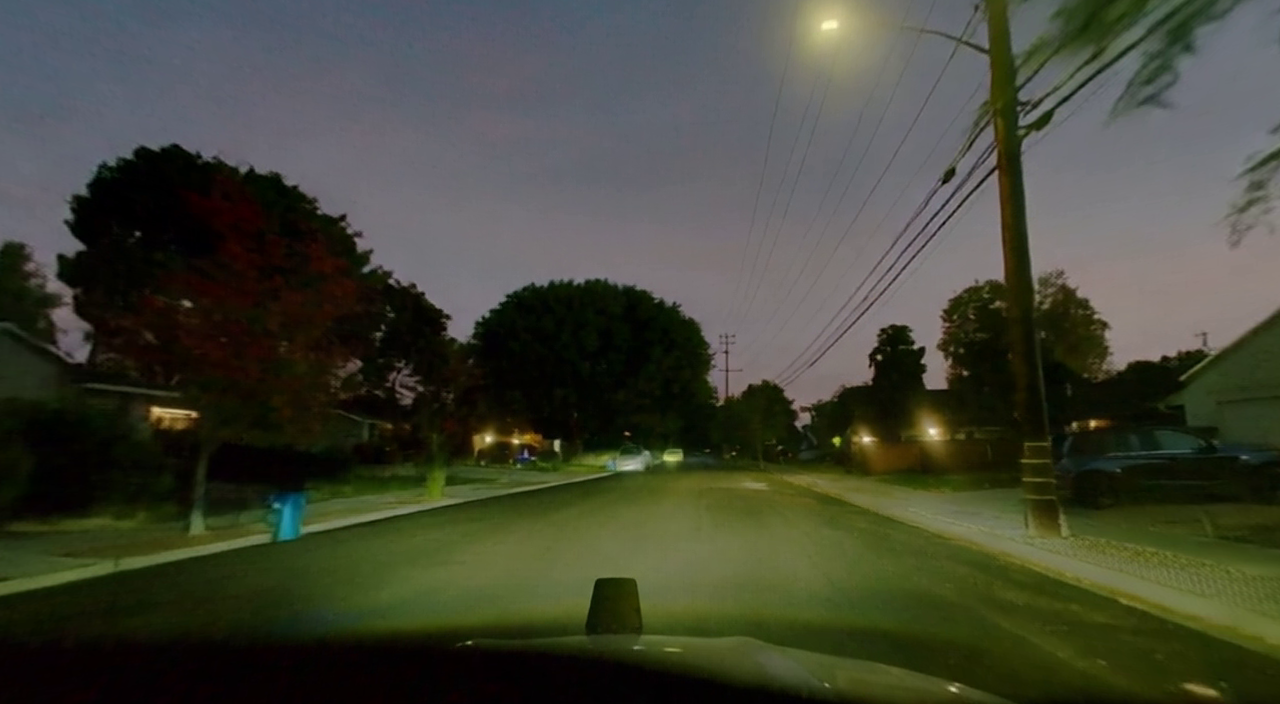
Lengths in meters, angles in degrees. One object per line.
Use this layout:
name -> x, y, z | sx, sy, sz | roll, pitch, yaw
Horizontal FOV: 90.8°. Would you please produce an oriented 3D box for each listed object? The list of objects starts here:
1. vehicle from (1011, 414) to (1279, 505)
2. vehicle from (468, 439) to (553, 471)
vehicle -> 12.149, 2.441, 14.521 | 5.693, 1.886, 2.235 | -1, -9, 7
vehicle -> -8.513, 6.770, 41.730 | 5.033, 1.997, 2.126 | -1, -9, 5
